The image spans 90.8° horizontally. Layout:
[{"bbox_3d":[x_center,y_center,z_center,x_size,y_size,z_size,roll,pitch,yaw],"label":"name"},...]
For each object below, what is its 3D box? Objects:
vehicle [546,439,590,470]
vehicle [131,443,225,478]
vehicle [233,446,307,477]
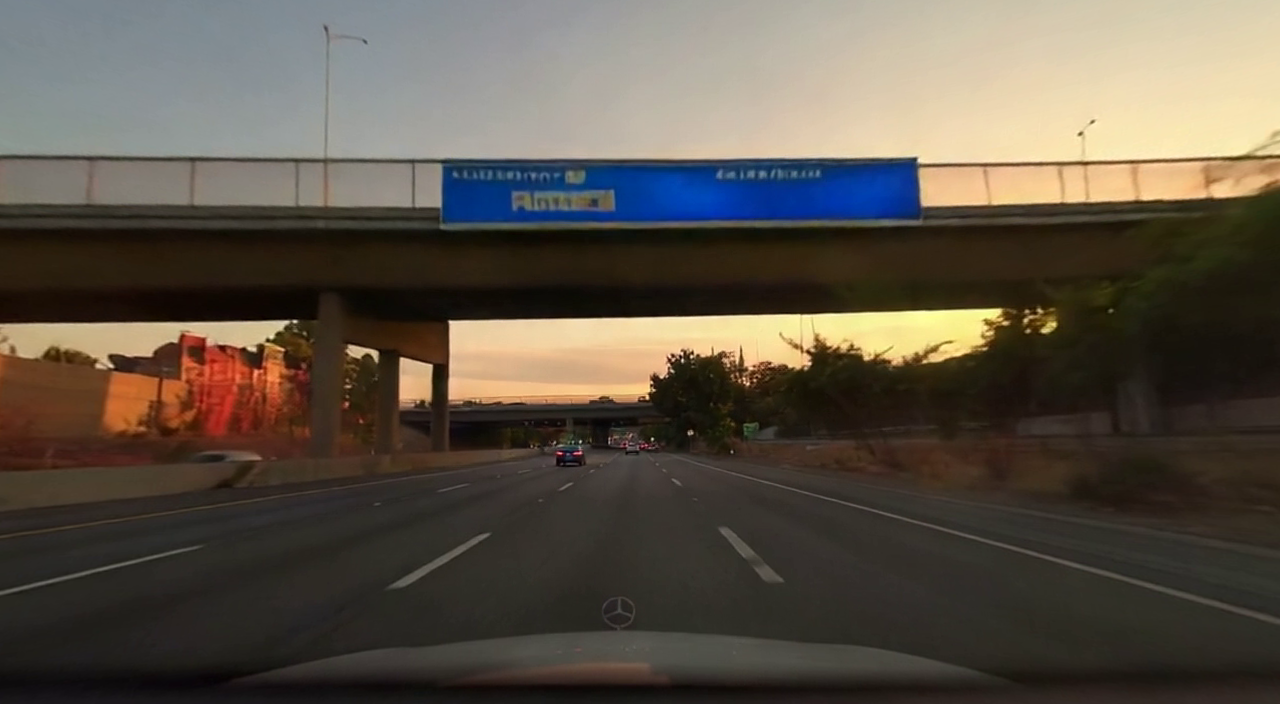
[{"bbox_3d":[-4.277,6.167,38.238,2.102,1.727,4.704,0,-9,0],"label":"vehicle"},{"bbox_3d":[-20.569,4.842,28.309,1.593,1.407,3.388,-2,-9,1],"label":"vehicle"},{"bbox_3d":[-16.810,4.971,28.861,1.416,1.312,3.200,0,-9,1],"label":"vehicle"}]
